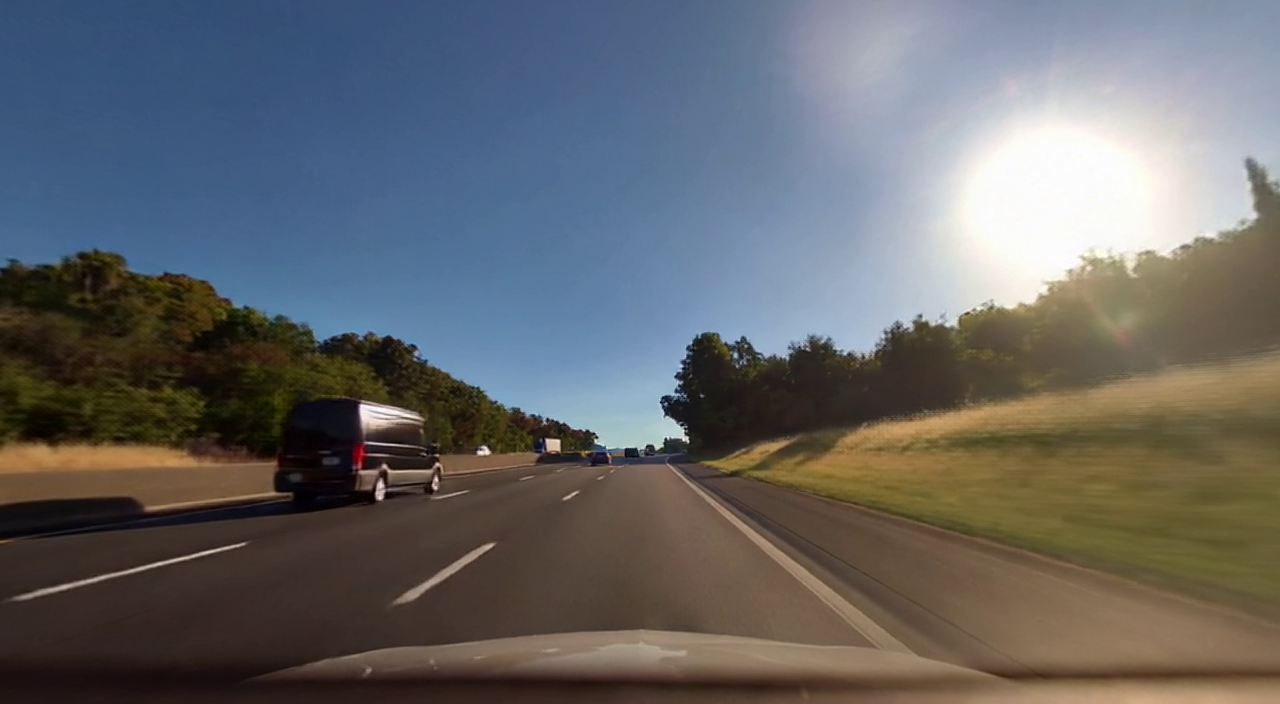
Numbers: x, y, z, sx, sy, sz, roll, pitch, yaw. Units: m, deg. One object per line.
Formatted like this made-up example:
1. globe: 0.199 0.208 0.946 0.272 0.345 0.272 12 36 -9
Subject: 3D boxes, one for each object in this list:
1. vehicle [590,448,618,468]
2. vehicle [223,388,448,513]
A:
1. vehicle: -2.731 8.162 48.664 1.858 1.459 4.091 0 -9 1
2. vehicle: -7.031 2.446 15.757 2.449 2.471 6.130 0 -9 1
